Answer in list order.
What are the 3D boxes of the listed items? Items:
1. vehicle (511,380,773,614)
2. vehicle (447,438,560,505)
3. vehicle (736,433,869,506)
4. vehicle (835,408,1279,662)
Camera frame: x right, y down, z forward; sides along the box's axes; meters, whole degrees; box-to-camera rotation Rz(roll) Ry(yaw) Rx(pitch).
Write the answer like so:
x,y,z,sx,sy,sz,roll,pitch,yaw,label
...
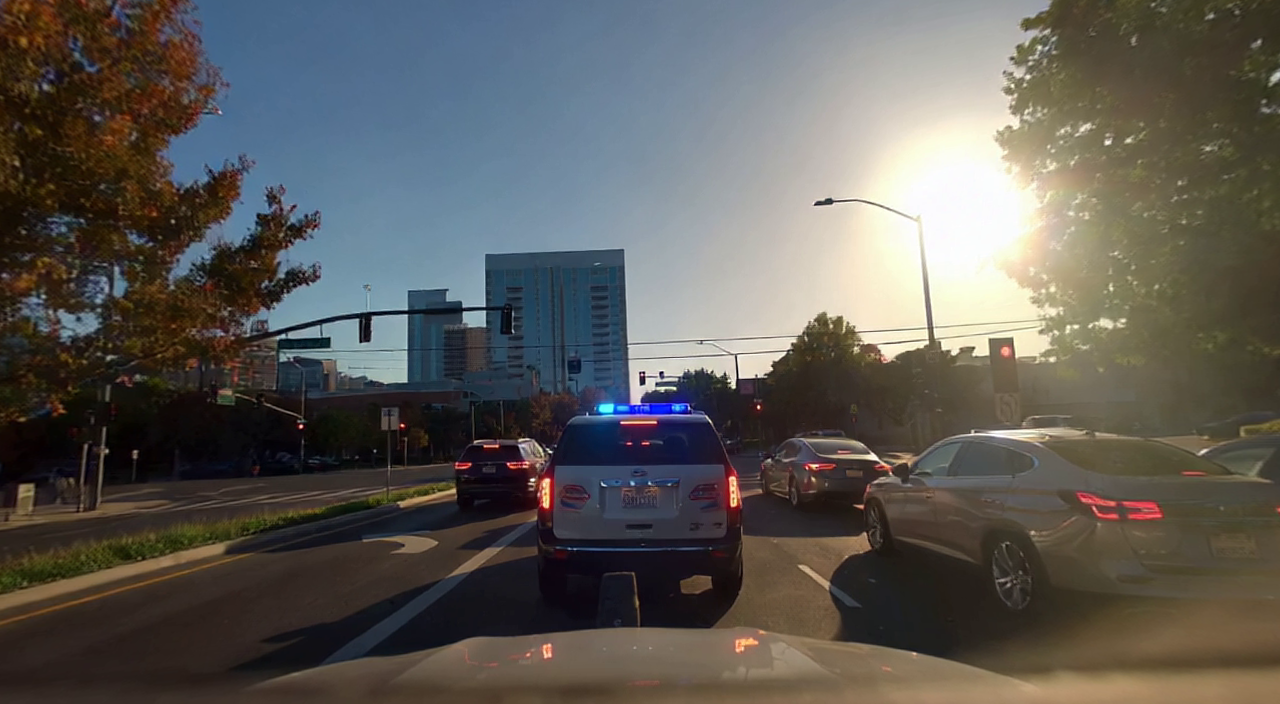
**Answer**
x,y,z,sx,sy,sz,roll,pitch,yaw,label
-0.036,1.458,7.275,2.038,1.819,4.505,0,-8,-1,vehicle
-3.308,2.983,16.213,1.913,1.464,4.276,0,-8,0,vehicle
3.646,2.711,15.068,1.940,1.474,4.234,0,-8,-1,vehicle
3.636,1.417,6.079,1.995,1.483,4.533,0,-8,-1,vehicle
